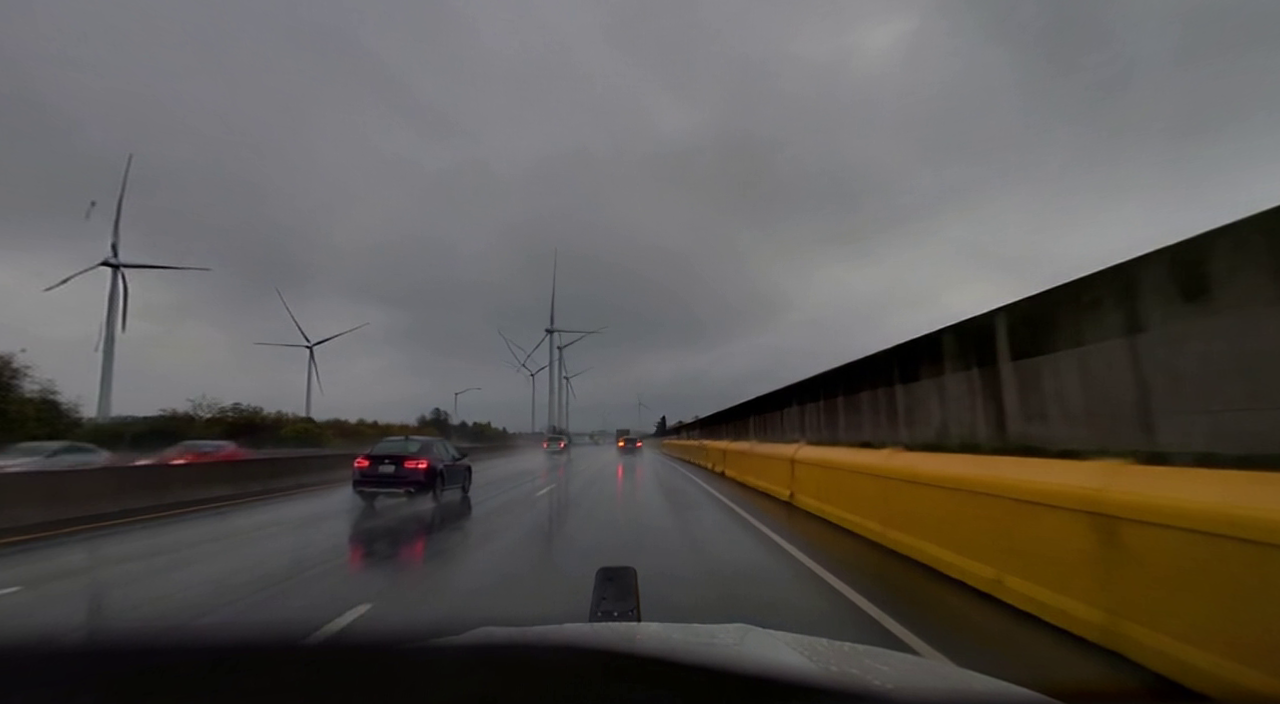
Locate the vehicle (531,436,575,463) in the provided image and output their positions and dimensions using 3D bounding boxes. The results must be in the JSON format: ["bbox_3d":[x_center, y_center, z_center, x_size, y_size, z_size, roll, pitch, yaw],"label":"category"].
[{"bbox_3d":[-4.956,5.592,36.417,2.059,1.436,3.802,0,-8,-1],"label":"vehicle"}]

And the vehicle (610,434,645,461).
[{"bbox_3d":[-0.760,5.719,38.031,2.027,1.550,3.607,0,-8,-1],"label":"vehicle"}]

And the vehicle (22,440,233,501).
[{"bbox_3d":[-14.176,3.264,17.920,2.128,1.457,4.646,0,-8,-1],"label":"vehicle"}]

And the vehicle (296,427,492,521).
[{"bbox_3d":[-4.427,2.247,12.301,1.998,1.468,4.635,0,-8,0],"label":"vehicle"}]
